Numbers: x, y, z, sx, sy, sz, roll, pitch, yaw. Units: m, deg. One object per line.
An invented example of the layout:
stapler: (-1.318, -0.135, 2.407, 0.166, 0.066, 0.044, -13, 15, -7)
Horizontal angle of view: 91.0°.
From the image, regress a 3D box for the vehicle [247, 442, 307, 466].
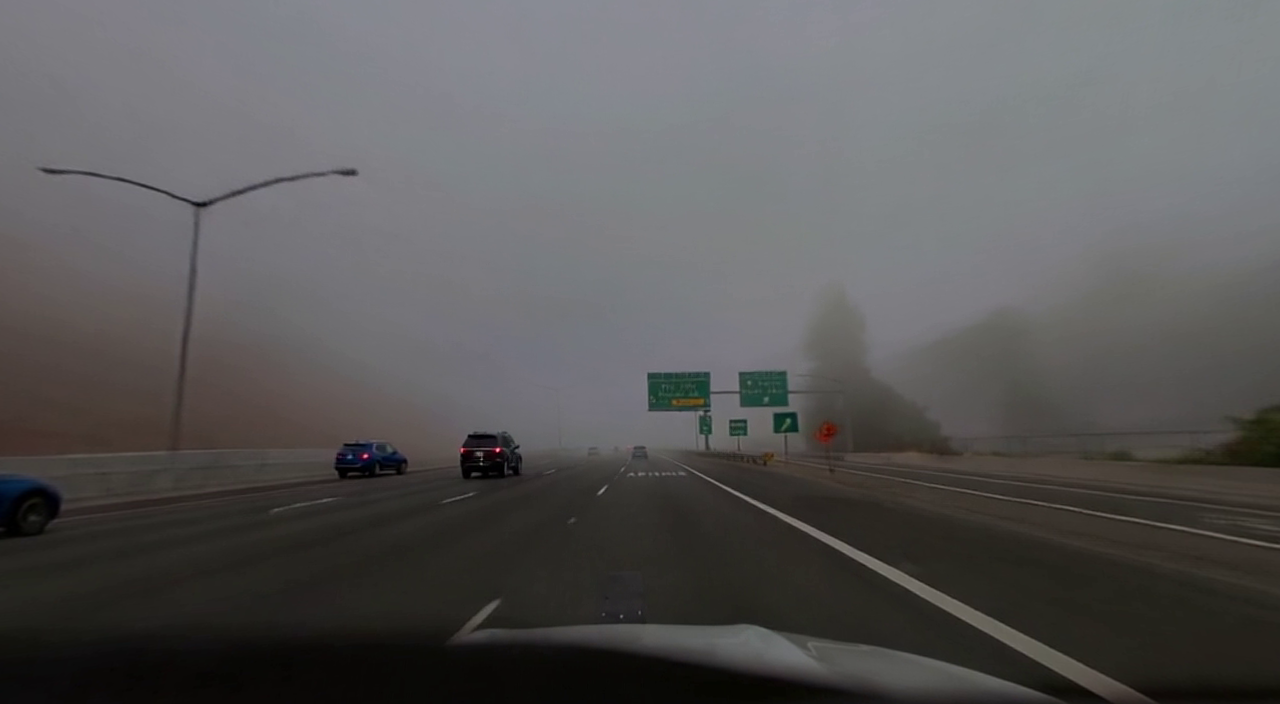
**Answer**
vehicle: (-24.510, 6.900, 42.688, 1.710, 1.505, 3.795, 0, -9, 2)

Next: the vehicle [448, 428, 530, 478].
vehicle: (-6.391, 4.369, 27.254, 2.219, 1.947, 4.924, 0, -9, 1)

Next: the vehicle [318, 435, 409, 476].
vehicle: (-13.255, 4.998, 30.573, 2.079, 1.822, 4.893, 0, -9, 1)
